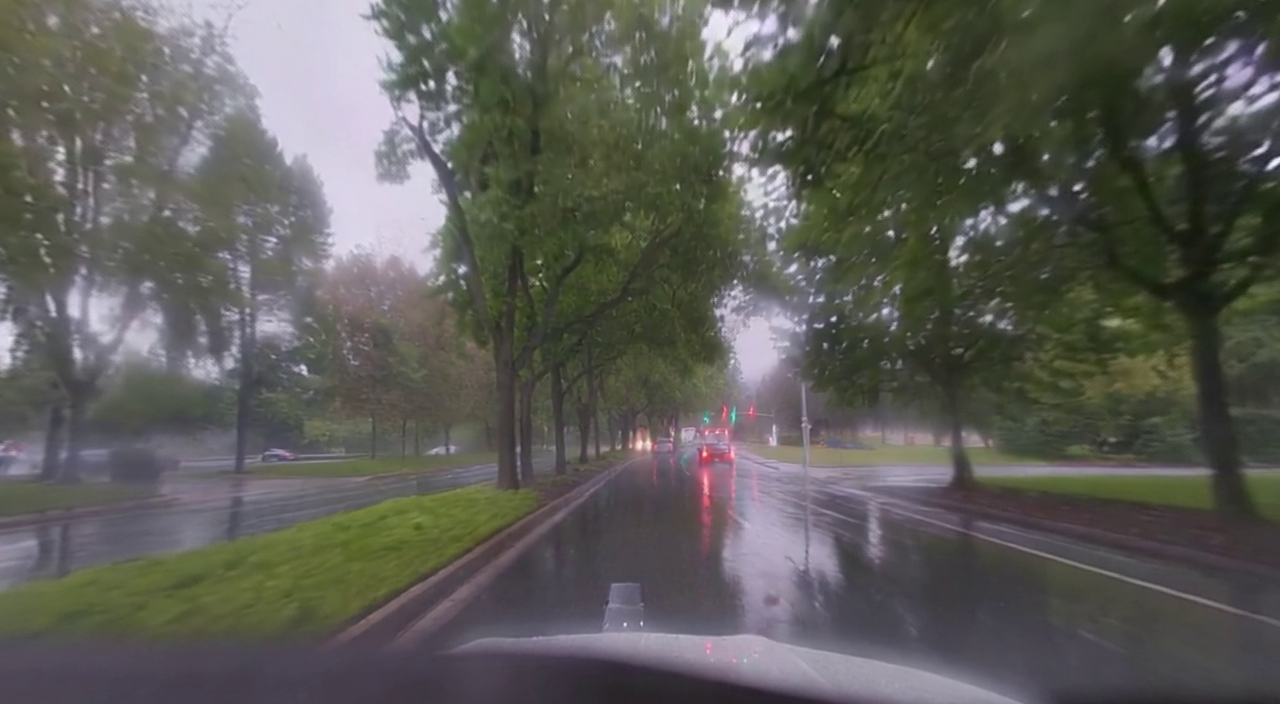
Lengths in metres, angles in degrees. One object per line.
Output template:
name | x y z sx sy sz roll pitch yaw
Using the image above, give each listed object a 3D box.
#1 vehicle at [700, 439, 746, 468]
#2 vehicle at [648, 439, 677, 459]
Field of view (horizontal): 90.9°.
vehicle | 4.524 5.608 35.009 1.989 1.497 4.436 0 -8 1
vehicle | 1.815 7.556 49.068 2.066 1.482 4.273 -1 -8 4
